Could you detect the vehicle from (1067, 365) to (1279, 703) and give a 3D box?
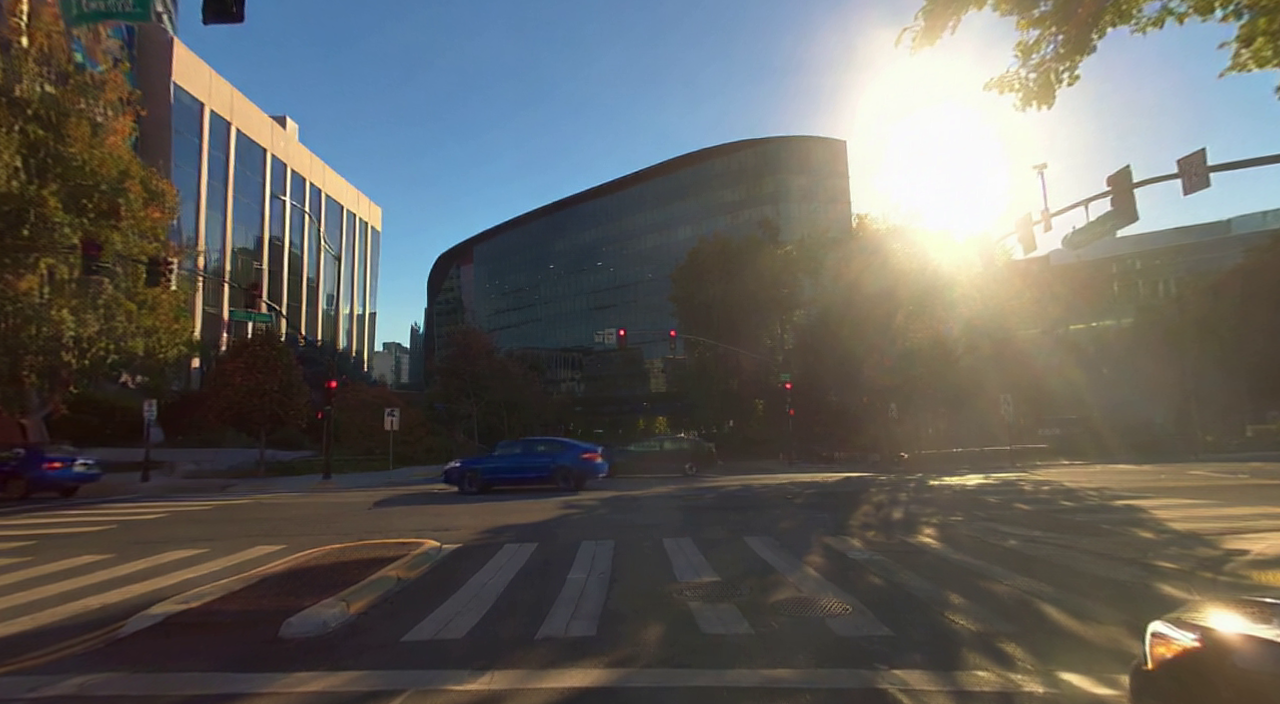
[{"bbox_3d":[2.885,0.678,0.835,1.947,1.576,3.825,0,-8,1],"label":"vehicle"}]

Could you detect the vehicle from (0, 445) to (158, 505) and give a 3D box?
[{"bbox_3d":[-15.980,3.268,16.864,4.464,1.472,1.867,0,-8,-1],"label":"vehicle"}]

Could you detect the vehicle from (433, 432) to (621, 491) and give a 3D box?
[{"bbox_3d":[-2.919,2.943,17.016,4.723,1.484,1.883,0,-8,0],"label":"vehicle"}]

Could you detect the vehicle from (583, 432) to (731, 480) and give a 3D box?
[{"bbox_3d":[0.547,3.399,20.624,4.623,1.477,1.884,0,-8,1],"label":"vehicle"}]
